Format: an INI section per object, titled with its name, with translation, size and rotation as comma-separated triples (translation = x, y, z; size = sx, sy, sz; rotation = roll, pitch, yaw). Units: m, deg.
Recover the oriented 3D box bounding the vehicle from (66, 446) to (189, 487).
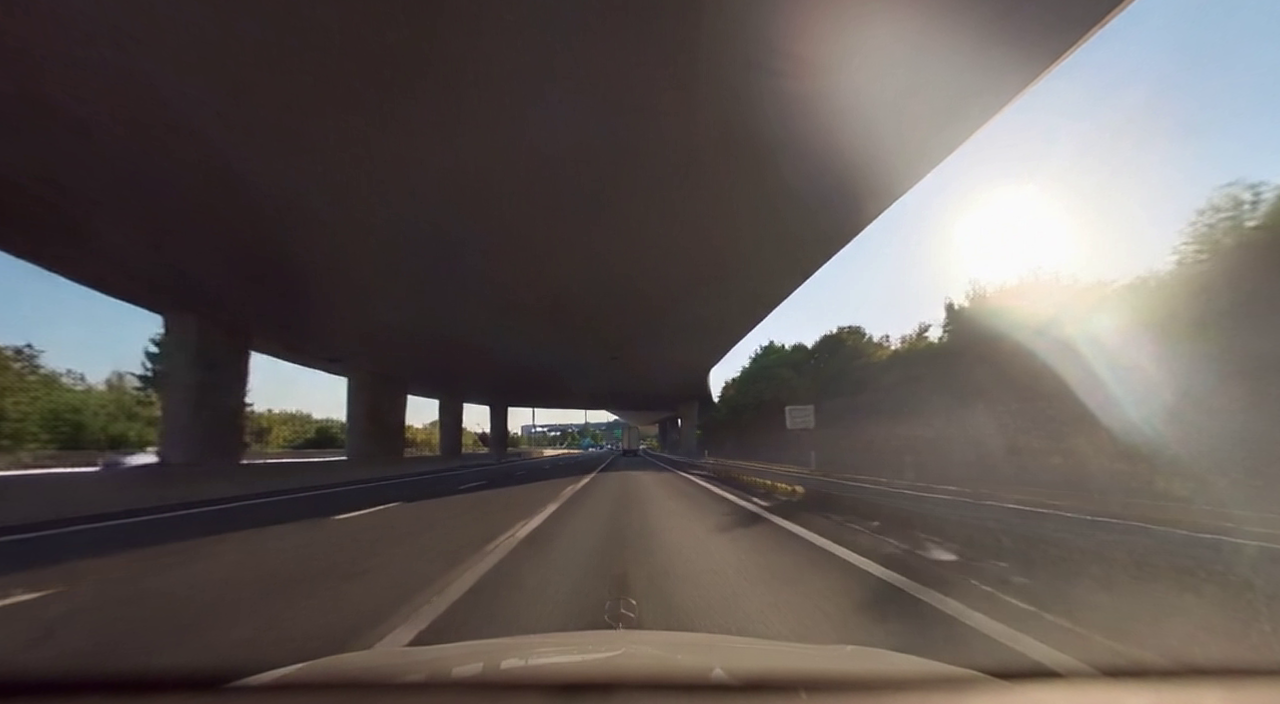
[vehicle]
translation = -21.846, 4.876, 27.065
size = 1.812, 1.593, 4.308
rotation = 0, -9, -3
